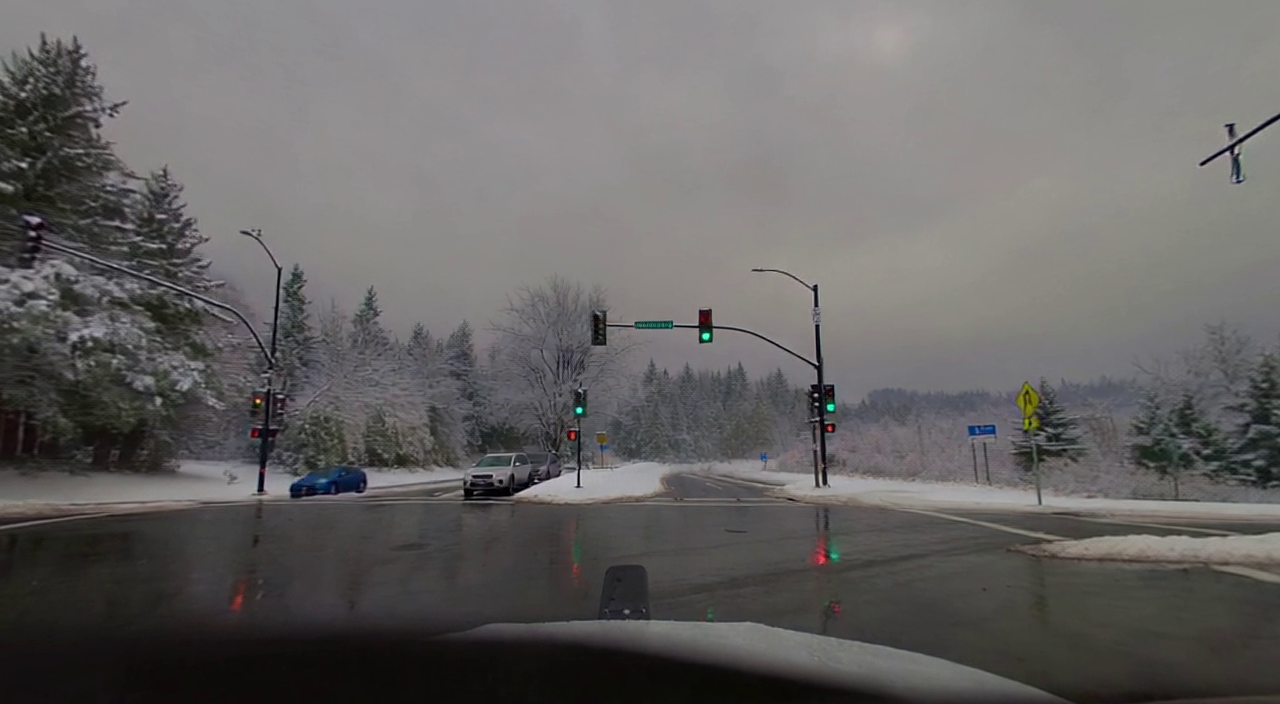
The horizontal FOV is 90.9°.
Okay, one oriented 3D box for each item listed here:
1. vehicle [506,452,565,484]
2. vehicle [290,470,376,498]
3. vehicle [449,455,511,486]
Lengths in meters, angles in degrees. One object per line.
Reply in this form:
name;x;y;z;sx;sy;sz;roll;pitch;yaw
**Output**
vehicle;-5.238;5.865;32.130;2.107;1.456;4.728;0;-8;1
vehicle;-19.621;8.441;40.478;2.029;1.500;4.491;-5;-10;30
vehicle;-8.039;5.978;32.079;1.960;1.433;4.213;0;-8;1
